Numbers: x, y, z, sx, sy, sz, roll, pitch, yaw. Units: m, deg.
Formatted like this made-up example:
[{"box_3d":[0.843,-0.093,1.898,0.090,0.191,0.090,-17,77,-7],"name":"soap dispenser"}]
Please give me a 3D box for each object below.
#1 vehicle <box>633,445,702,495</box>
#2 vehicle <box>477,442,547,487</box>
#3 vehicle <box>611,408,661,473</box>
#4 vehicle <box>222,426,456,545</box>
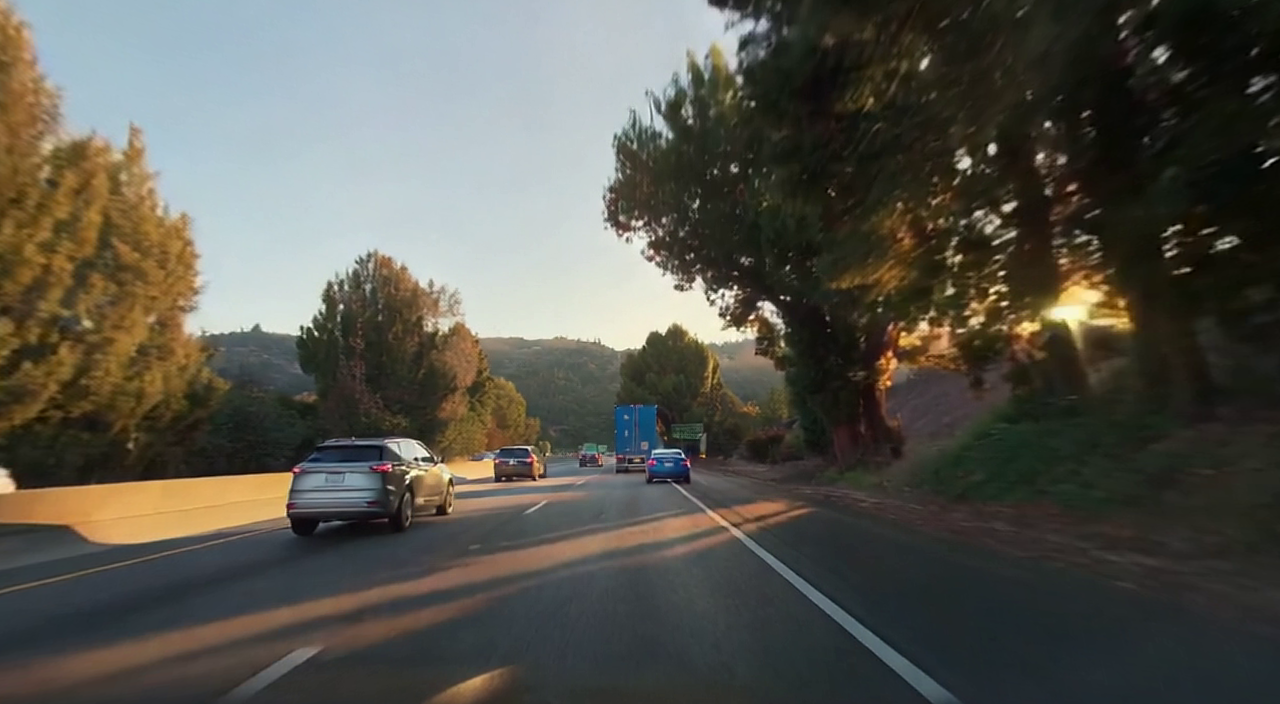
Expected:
[{"box_3d":[0.824,3.943,21.318,2.026,1.489,4.045,0,-9,-2],"name":"vehicle"},{"box_3d":[-5.182,4.616,25.959,2.035,1.664,4.064,0,-9,0],"name":"vehicle"},{"box_3d":[-0.520,6.383,44.857,3.113,4.066,10.786,0,-9,-3],"name":"vehicle"},{"box_3d":[-4.924,2.230,11.083,2.100,1.671,4.105,0,-9,0],"name":"vehicle"}]
